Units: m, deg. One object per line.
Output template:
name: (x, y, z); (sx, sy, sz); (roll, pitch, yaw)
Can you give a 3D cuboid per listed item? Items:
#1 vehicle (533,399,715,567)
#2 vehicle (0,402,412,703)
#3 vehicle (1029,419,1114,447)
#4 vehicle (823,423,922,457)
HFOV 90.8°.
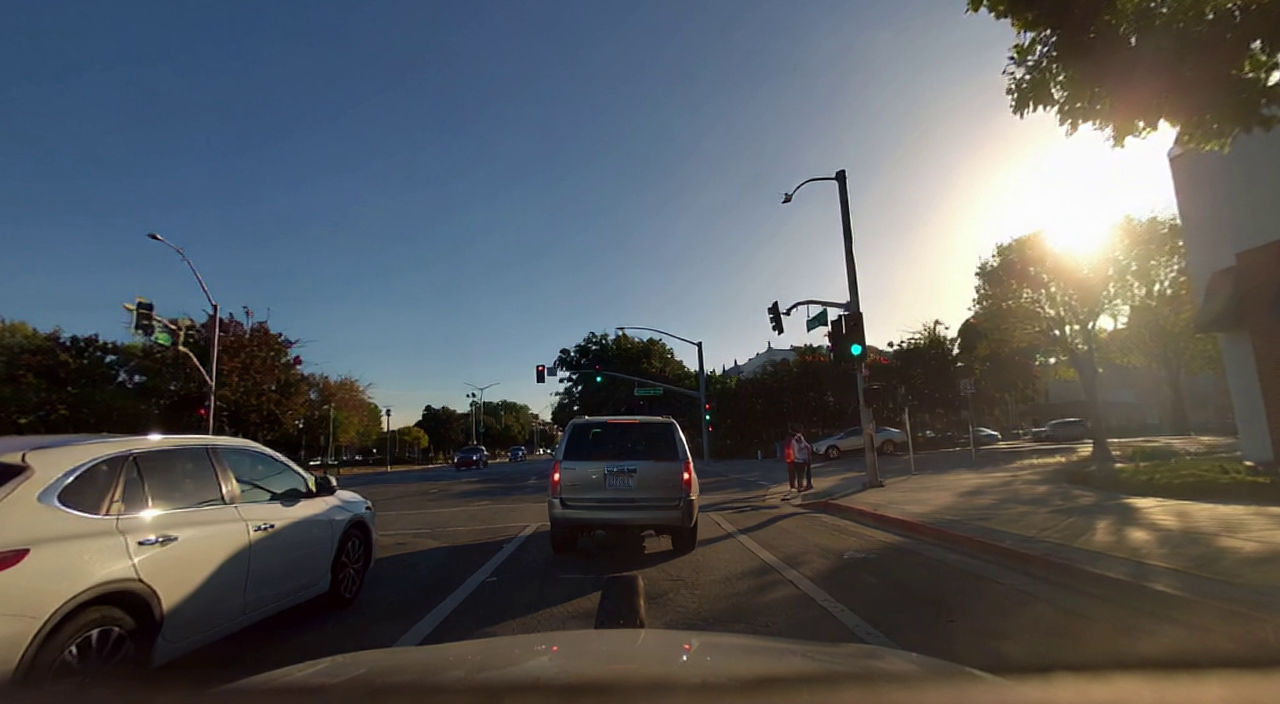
vehicle: (-0.182, 1.796, 9.345); (2.059, 1.877, 4.249); (0, -8, 0)
vehicle: (-3.381, 1.264, 4.549); (2.011, 1.527, 4.008); (0, -8, -1)
vehicle: (24.804, 4.668, 36.307); (3.830, 1.545, 2.006); (3, -9, -19)
vehicle: (12.917, 4.903, 35.137); (4.872, 1.806, 2.107); (3, -9, -20)
